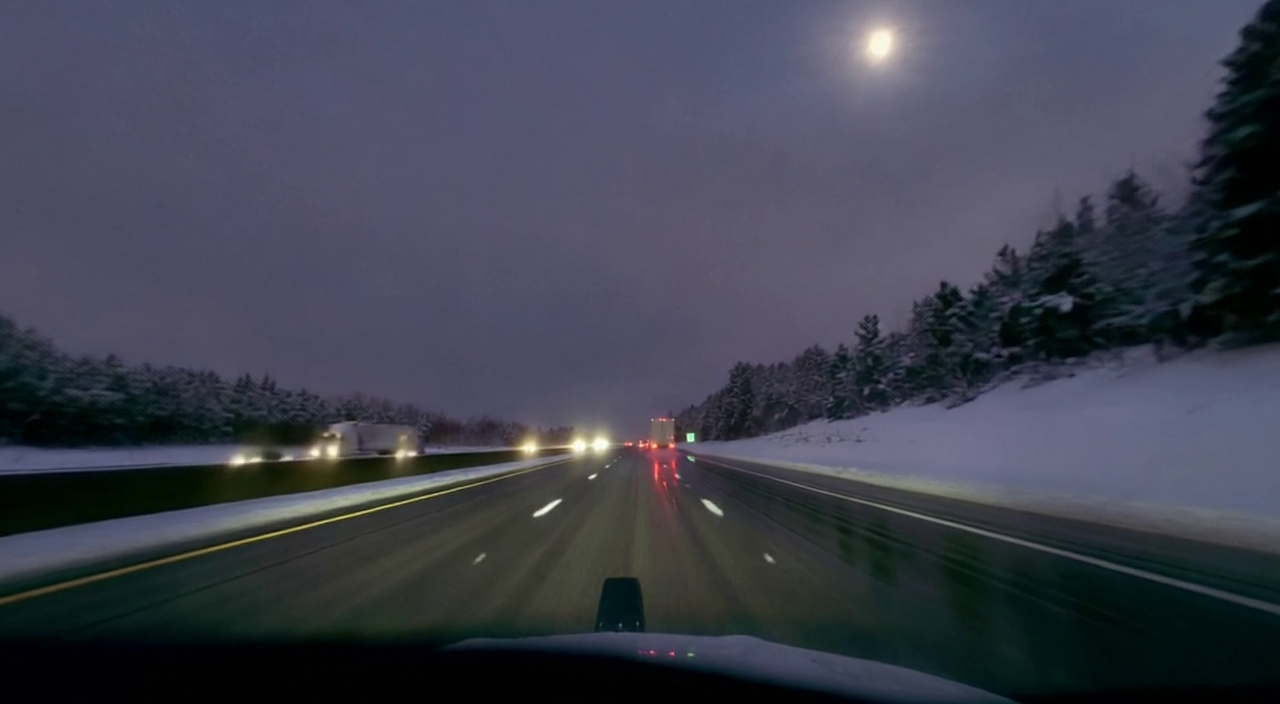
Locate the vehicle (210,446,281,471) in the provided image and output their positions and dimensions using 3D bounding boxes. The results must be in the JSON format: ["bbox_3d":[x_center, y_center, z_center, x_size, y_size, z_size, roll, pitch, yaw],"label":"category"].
[{"bbox_3d":[-29.182,7.857,46.788,2.015,1.746,4.942,0,-8,2],"label":"vehicle"}]
